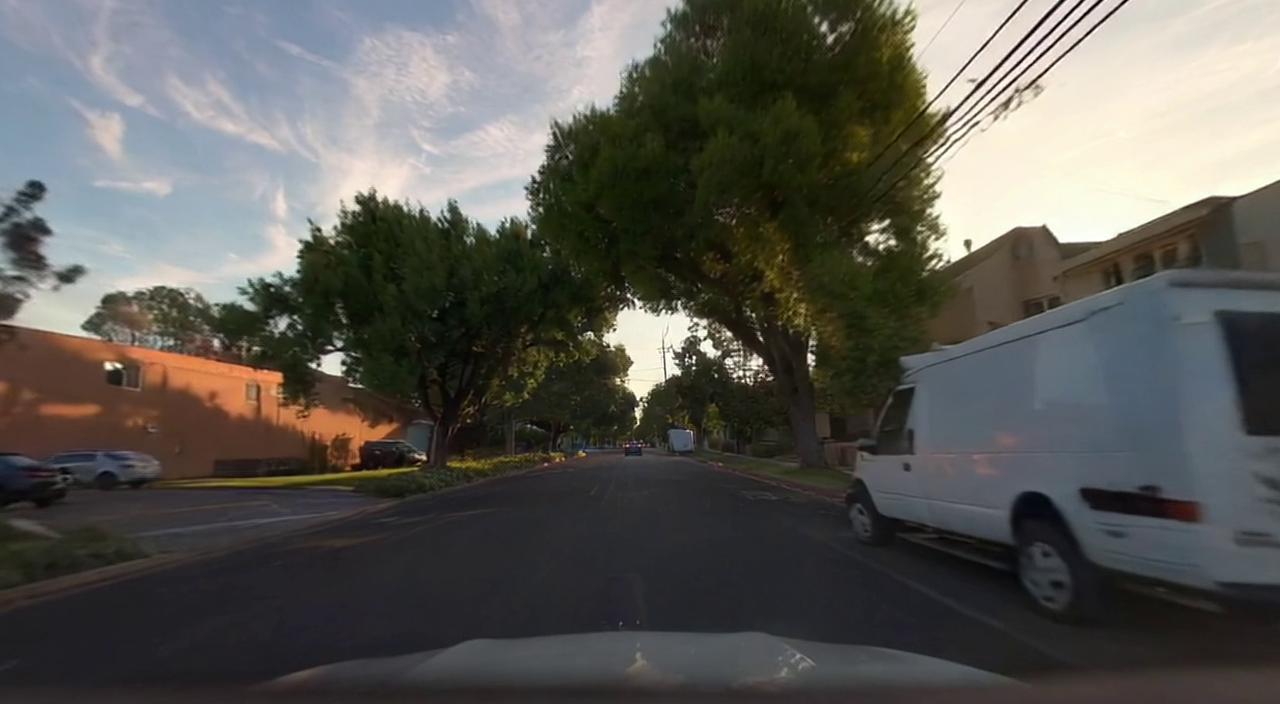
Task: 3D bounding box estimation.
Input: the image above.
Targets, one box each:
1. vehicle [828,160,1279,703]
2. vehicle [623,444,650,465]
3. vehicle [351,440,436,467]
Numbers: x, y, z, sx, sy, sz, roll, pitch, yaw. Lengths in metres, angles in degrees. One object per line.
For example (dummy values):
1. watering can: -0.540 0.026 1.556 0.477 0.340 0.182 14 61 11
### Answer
1. vehicle: 4.040 0.808 6.062 2.384 2.791 5.899 0 -8 -2
2. vehicle: -0.309 8.039 49.785 2.062 1.509 4.305 0 -8 -1
3. vehicle: -18.138 7.455 46.456 6.250 1.898 2.298 -5 -10 29
